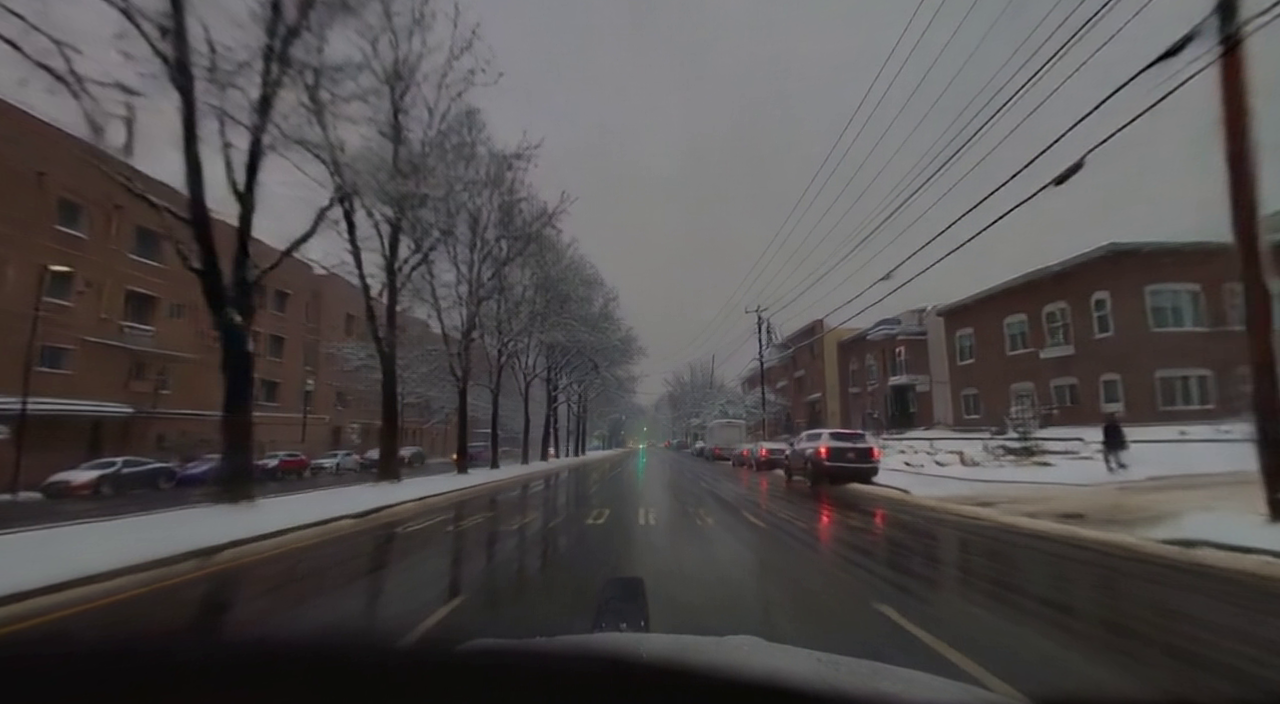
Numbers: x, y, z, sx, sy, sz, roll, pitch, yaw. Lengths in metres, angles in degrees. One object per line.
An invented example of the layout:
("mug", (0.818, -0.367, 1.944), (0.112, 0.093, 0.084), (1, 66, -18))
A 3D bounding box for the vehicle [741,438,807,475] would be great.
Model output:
("vehicle", (7.123, 5.634, 34.174), (2.258, 1.845, 5.381), (0, -9, -1))

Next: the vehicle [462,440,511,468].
("vehicle", (-11.704, 7.833, 48.529), (2.418, 1.978, 5.196), (-1, -9, 1))

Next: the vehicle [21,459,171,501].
("vehicle", (-22.330, 5.227, 26.206), (1.877, 1.473, 4.892), (-1, -9, 1))

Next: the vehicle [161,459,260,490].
("vehicle", (-22.186, 6.322, 32.788), (1.907, 1.404, 4.413), (-1, -9, 2))

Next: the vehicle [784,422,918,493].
("vehicle", (6.951, 3.602, 21.808), (2.563, 2.090, 6.077), (0, -9, 1))

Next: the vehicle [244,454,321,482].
("vehicle", (-22.126, 7.175, 39.265), (1.778, 1.533, 4.967), (-1, -9, 2))
